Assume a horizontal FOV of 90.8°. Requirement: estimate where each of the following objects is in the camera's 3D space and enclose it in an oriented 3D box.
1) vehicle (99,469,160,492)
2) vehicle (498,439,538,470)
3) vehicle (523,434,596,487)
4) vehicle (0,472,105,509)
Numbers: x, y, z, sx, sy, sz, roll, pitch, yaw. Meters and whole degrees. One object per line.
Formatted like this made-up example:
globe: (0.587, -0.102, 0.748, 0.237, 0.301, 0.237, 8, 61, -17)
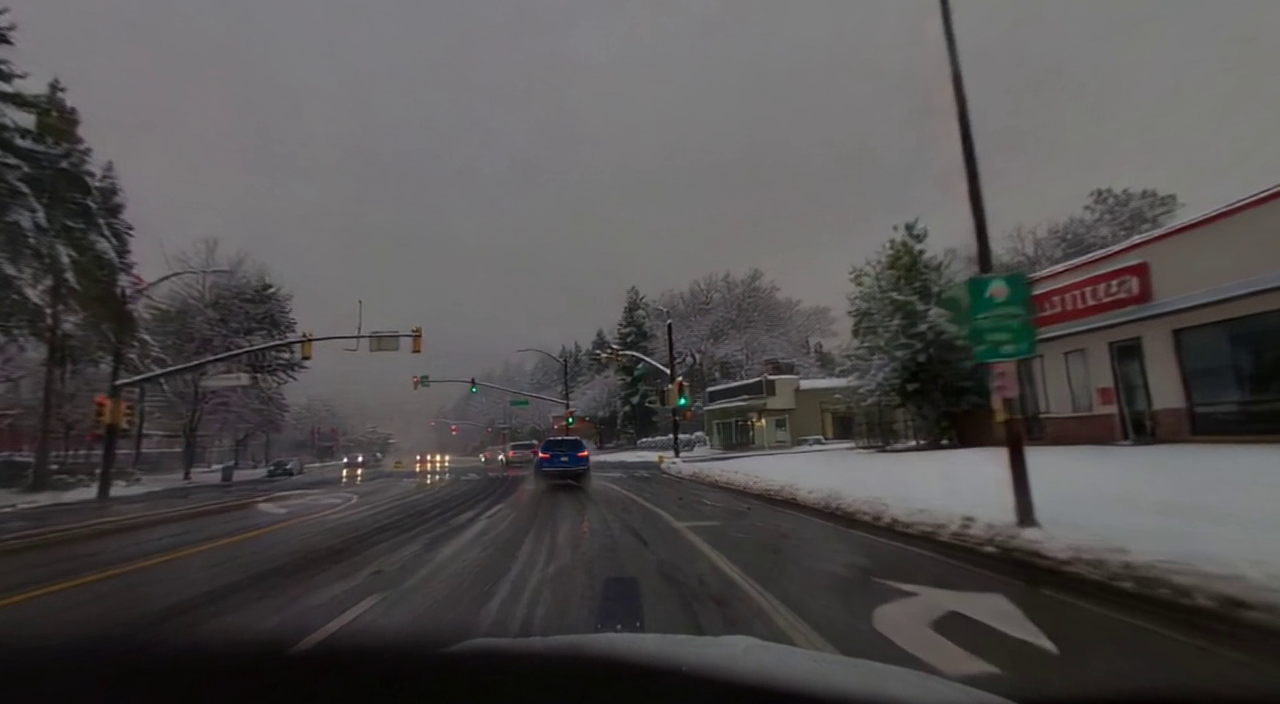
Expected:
vehicle: (-39.521, 9.951, 49.034, 2.004, 1.479, 4.230, 2, -9, -14)
vehicle: (-8.332, 6.902, 42.811, 2.067, 1.947, 4.628, 2, -9, -18)
vehicle: (-3.045, 3.948, 23.286, 2.227, 1.733, 3.930, 2, -9, -13)
vehicle: (-29.619, 6.733, 30.757, 4.804, 1.544, 2.244, 2, -9, -17)
